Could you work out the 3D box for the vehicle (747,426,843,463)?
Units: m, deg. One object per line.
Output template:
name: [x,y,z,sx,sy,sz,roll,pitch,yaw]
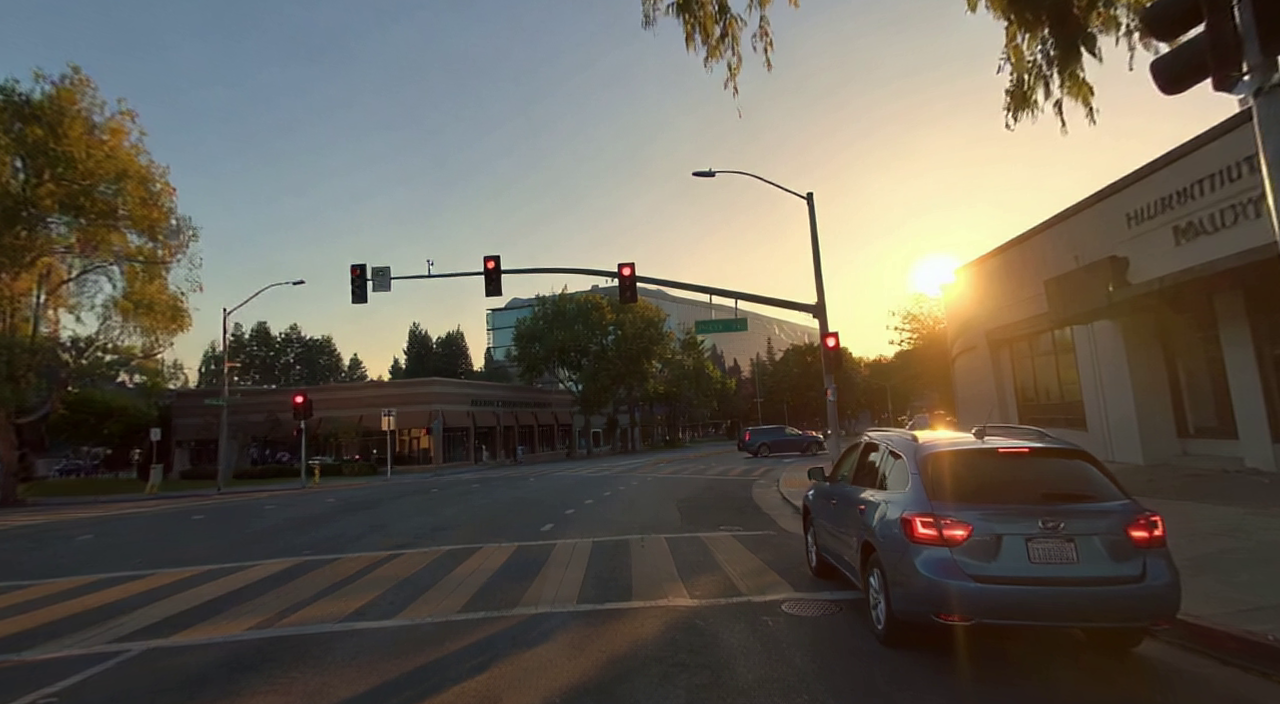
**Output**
vehicle: [8.425,4.975,34.009,5.519,1.842,2.100,7,-11,-40]
